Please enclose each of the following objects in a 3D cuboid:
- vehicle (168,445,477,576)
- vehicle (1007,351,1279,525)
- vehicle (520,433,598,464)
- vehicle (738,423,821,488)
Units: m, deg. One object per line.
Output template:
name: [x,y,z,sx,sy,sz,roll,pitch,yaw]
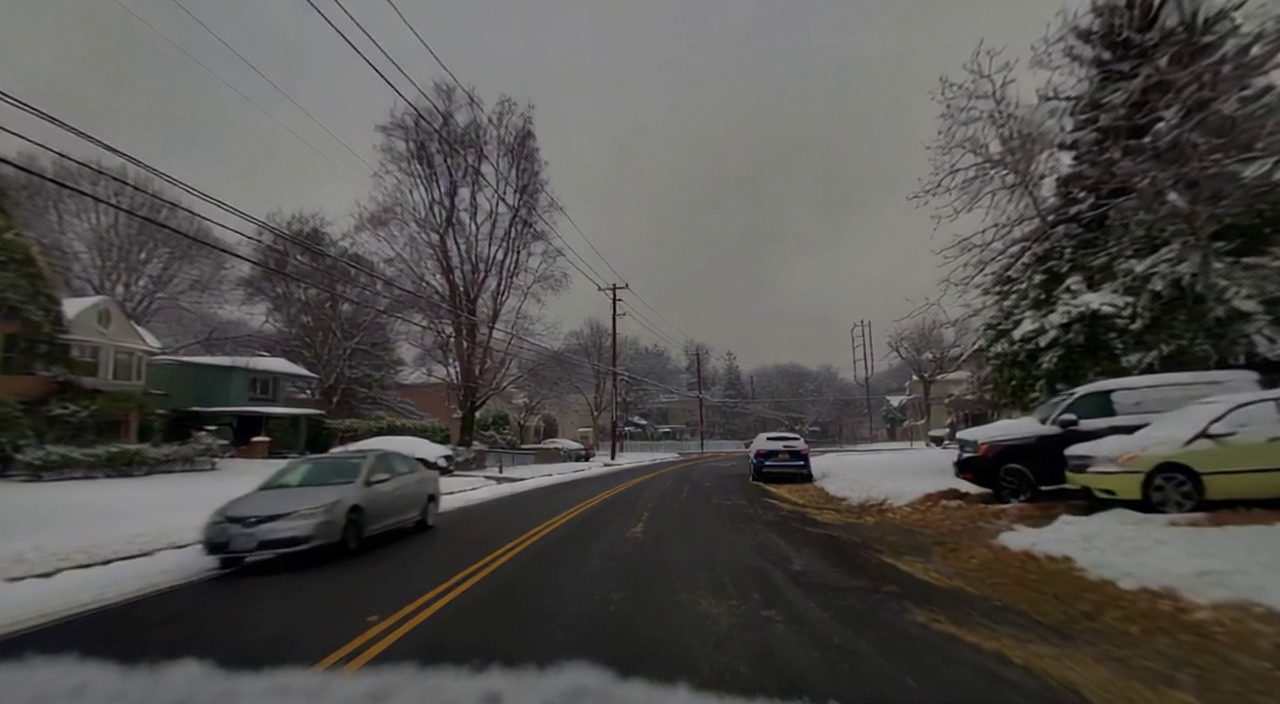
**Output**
vehicle: [-4.263,2.164,9.673,2.015,1.464,4.870,0,-8,3]
vehicle: [8.758,1.195,8.802,5.762,2.116,2.258,-1,-8,4]
vehicle: [-5.929,7.058,46.417,5.228,2.041,2.023,0,-6,15]
vehicle: [4.744,3.624,22.430,2.273,1.938,6.400,-1,-8,7]
